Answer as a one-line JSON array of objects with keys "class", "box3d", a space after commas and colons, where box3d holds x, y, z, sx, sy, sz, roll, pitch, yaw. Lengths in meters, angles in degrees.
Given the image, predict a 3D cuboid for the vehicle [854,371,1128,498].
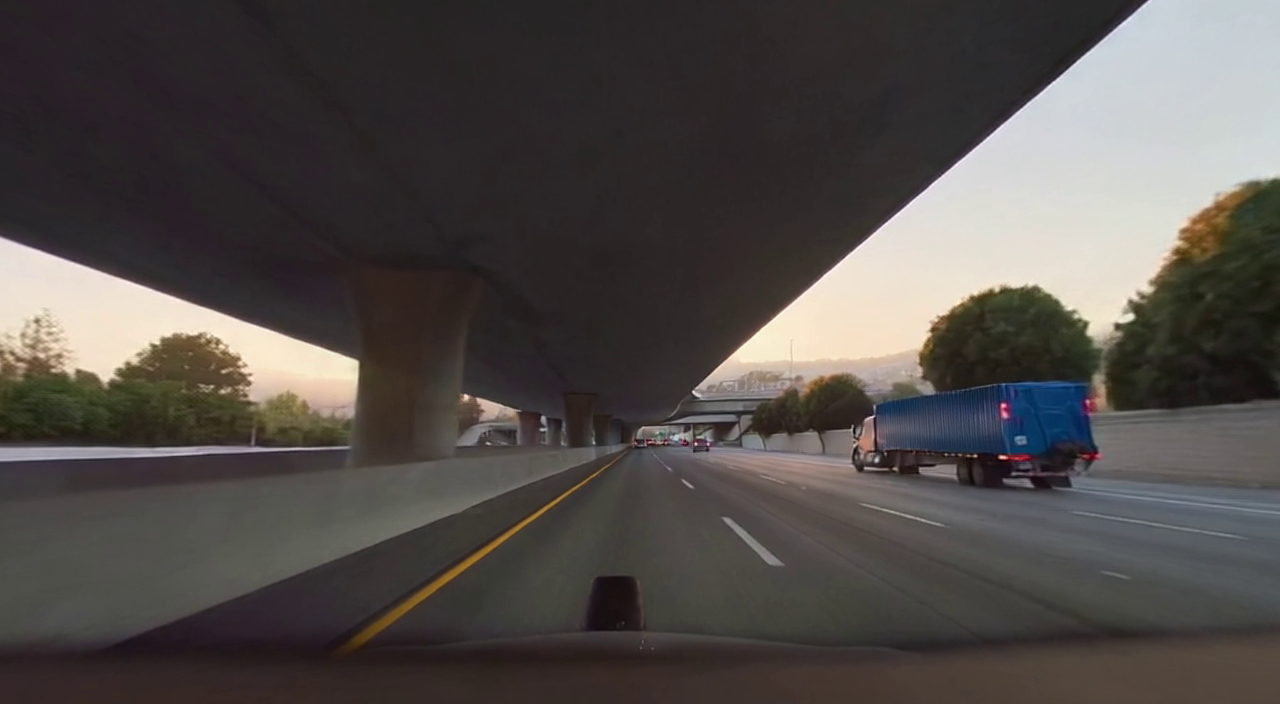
[{"class": "vehicle", "box3d": [10.773, 2.879, 21.550, 2.960, 3.207, 10.950, 0, -8, -1]}]
